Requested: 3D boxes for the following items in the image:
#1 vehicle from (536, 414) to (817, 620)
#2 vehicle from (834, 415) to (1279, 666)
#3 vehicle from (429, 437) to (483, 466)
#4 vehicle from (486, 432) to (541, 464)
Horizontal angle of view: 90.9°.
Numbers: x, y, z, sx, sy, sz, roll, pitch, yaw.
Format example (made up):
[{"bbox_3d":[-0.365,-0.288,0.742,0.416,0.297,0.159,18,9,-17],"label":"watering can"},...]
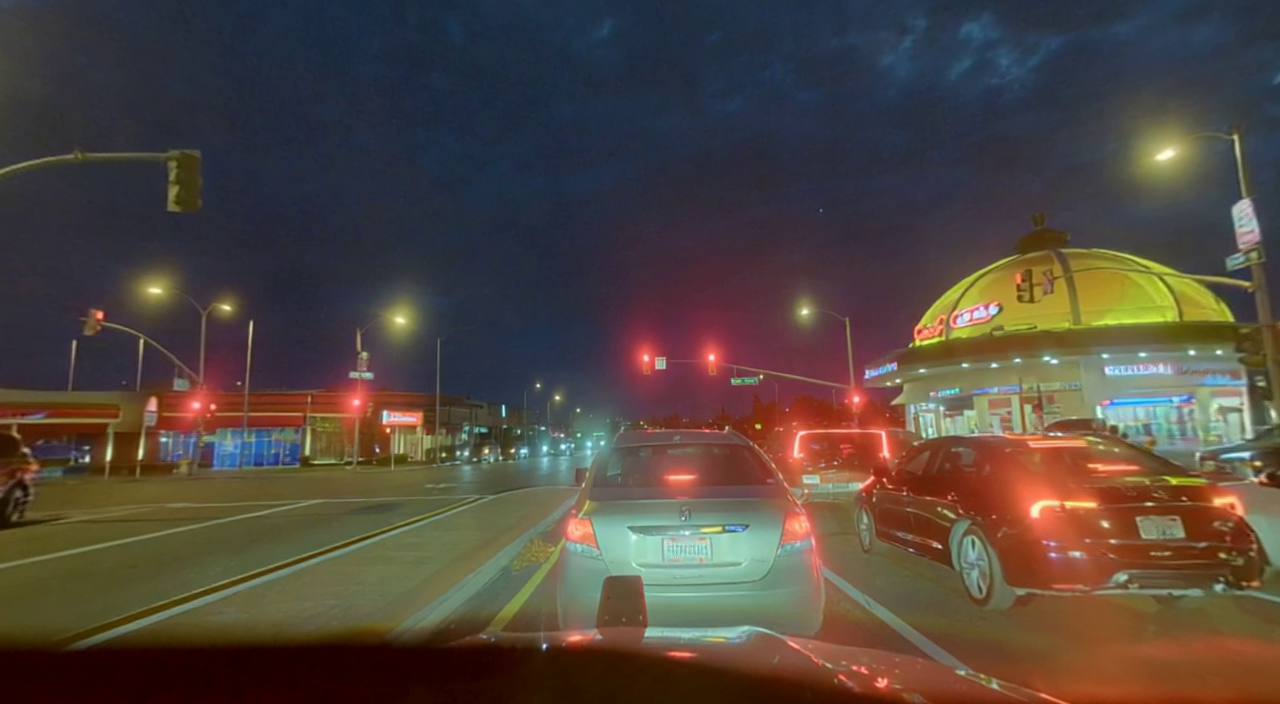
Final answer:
[{"bbox_3d":[0.215,1.498,6.670,2.073,1.496,3.892,0,-8,-2],"label":"vehicle"},{"bbox_3d":[3.517,1.452,6.056,1.883,1.480,4.489,0,-8,0],"label":"vehicle"},{"bbox_3d":[-12.112,6.579,41.834,2.122,1.829,4.559,0,-8,0],"label":"vehicle"},{"bbox_3d":[-8.809,6.716,44.600,2.710,2.022,5.889,-2,-7,-1],"label":"vehicle"}]
